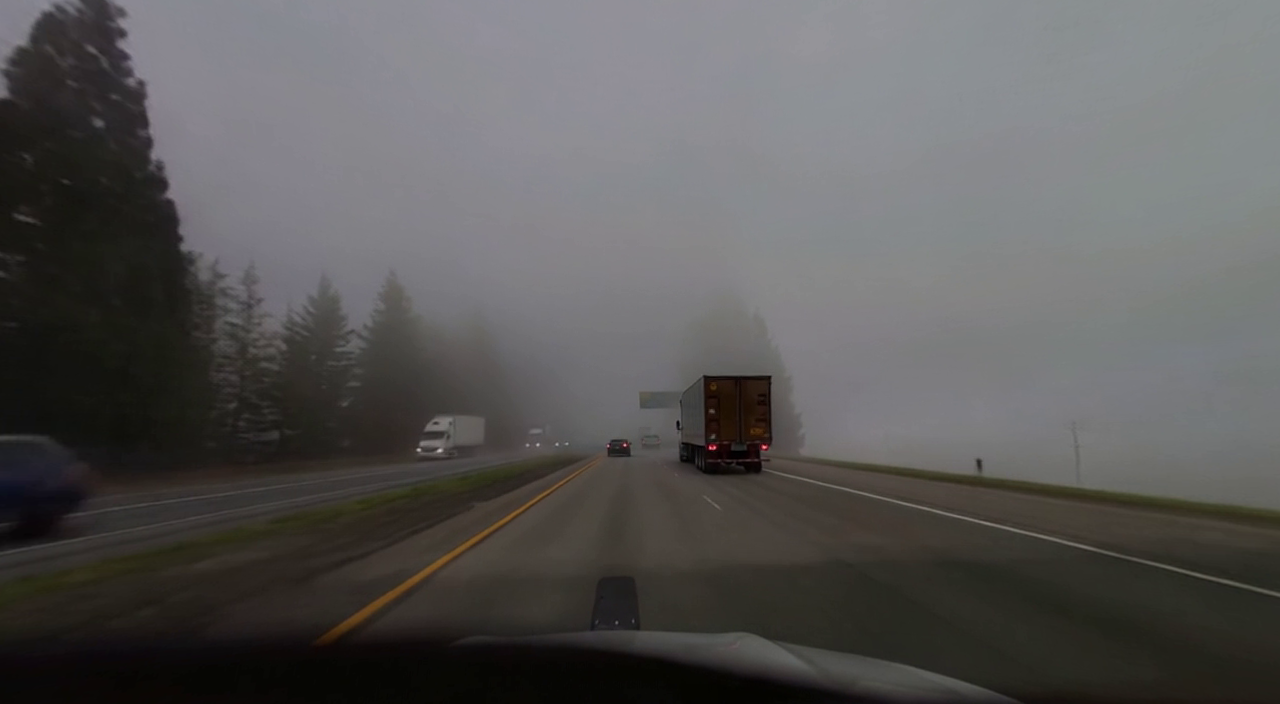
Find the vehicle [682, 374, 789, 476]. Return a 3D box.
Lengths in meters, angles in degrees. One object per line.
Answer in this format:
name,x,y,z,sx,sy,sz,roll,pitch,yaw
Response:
vehicle,3.595,3.075,26.105,2.921,3.526,8.207,0,-8,-2

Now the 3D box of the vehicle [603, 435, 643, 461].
vehicle,-0.987,5.733,37.805,2.259,1.466,3.693,0,-8,-1

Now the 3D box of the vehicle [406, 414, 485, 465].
vehicle,-14.382,6.602,47.680,2.961,3.458,9.579,0,-8,0
